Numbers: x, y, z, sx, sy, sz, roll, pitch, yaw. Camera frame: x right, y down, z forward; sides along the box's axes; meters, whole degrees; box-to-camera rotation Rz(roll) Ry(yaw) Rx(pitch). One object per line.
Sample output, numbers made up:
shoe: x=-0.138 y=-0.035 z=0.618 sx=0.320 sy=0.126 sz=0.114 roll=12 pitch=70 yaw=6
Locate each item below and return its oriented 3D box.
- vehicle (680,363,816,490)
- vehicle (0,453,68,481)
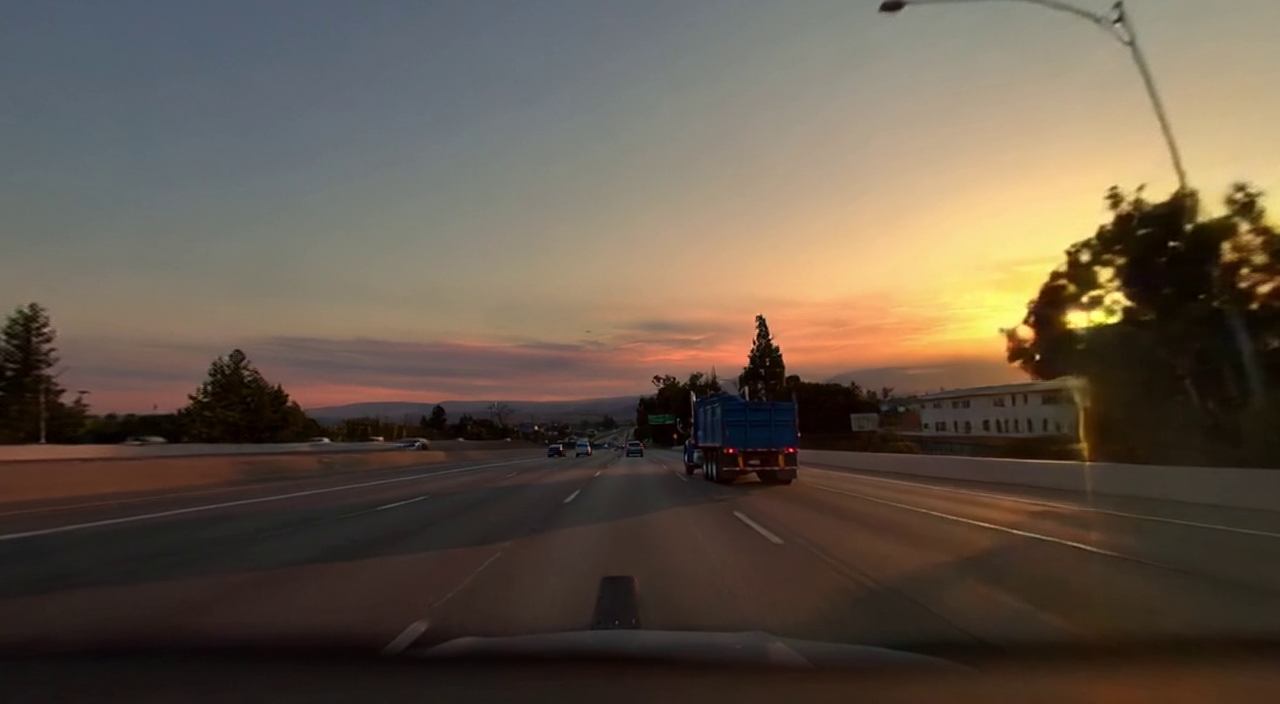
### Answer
vehicle: x=3.372 y=2.898 z=23.208 sx=2.966 sy=3.586 sz=10.563 roll=0 pitch=-9 yaw=-1
vehicle: x=-34.180 y=6.250 z=34.494 sx=1.746 sy=1.446 sz=4.326 roll=0 pitch=-9 yaw=0
